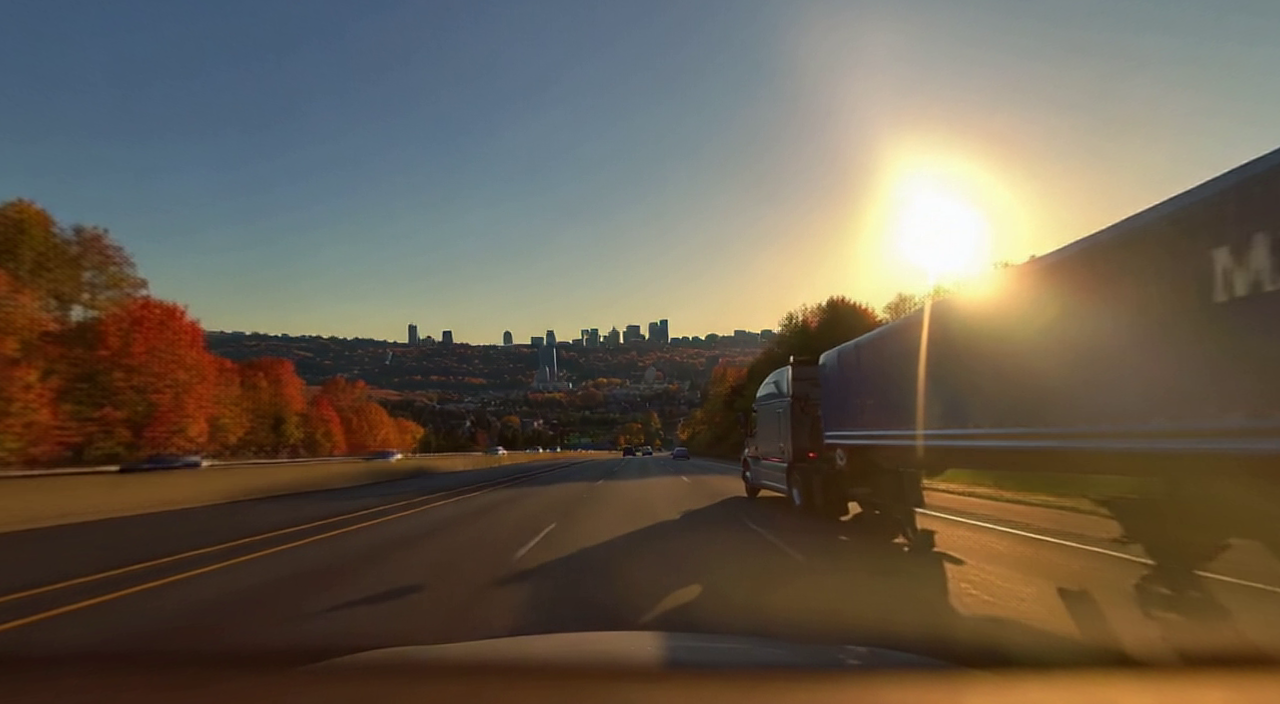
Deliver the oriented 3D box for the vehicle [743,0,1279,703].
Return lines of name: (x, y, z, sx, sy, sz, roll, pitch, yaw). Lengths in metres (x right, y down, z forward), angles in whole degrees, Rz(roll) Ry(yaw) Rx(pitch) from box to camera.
vehicle: (4.128, 0.430, 7.257, 3.003, 3.880, 16.814, 0, -9, 0)

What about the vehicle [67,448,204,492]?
vehicle: (-19.959, 4.637, 25.077, 1.927, 1.580, 4.233, 0, -9, 0)

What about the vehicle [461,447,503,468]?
vehicle: (-11.759, 7.886, 46.924, 1.914, 1.511, 4.556, 0, -9, 1)

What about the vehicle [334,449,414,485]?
vehicle: (-11.504, 4.967, 27.355, 1.810, 1.461, 3.796, 0, -9, 0)
